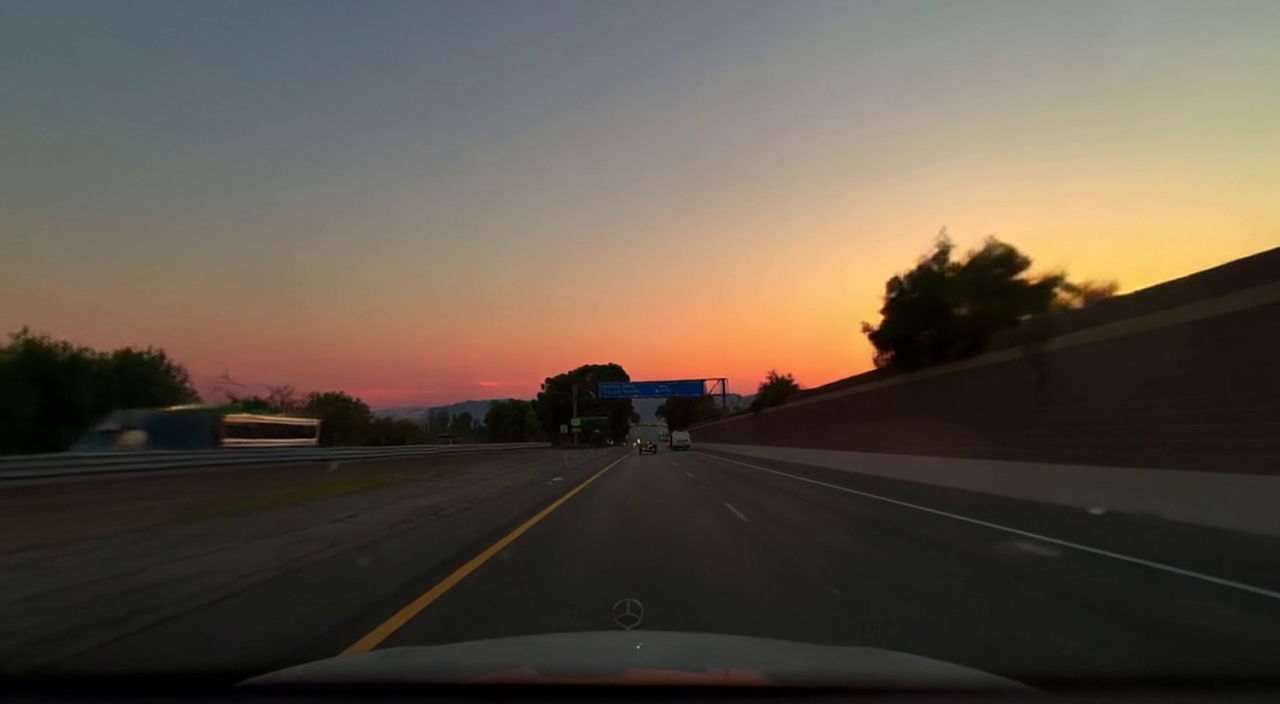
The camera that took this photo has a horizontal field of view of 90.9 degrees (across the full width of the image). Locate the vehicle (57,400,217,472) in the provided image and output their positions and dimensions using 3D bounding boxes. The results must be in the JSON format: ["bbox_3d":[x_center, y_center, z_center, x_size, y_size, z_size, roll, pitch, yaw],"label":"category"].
[{"bbox_3d":[-31.535,5.401,40.199,3.254,4.072,8.127,0,-8,1],"label":"vehicle"}]

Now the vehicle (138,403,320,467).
[{"bbox_3d":[-31.288,6.660,49.808,2.899,4.188,16.557,0,-8,2],"label":"vehicle"}]
